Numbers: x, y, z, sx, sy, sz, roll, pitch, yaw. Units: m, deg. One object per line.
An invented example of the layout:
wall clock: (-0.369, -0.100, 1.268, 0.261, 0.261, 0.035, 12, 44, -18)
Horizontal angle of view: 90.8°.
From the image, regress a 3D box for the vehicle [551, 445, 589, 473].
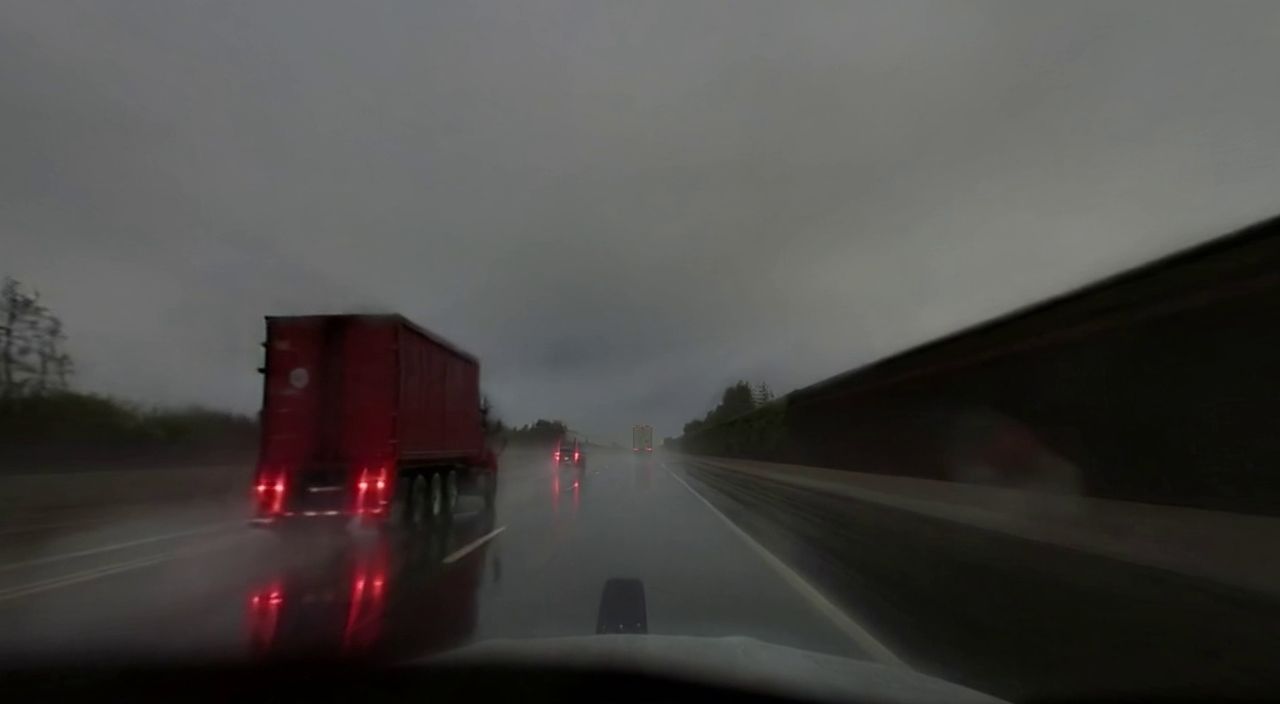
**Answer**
vehicle: (-4.146, 6.370, 37.838, 1.880, 1.569, 3.714, 0, -9, -1)
